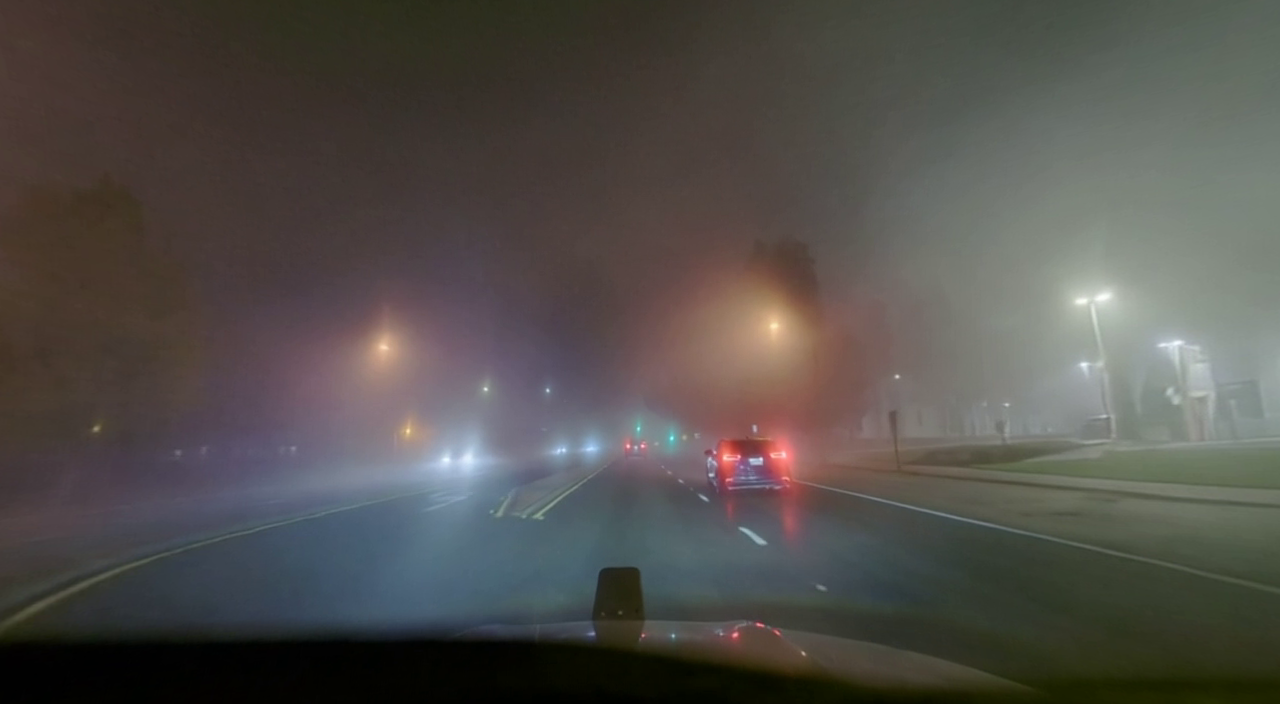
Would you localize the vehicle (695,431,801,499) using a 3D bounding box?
[{"bbox_3d":[2.836,3.081,17.751,1.995,1.616,4.729,0,-8,-2],"label":"vehicle"}]

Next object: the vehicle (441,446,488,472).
[{"bbox_3d":[-12.232,7.469,44.294,1.943,1.672,4.368,0,-8,1],"label":"vehicle"}]
